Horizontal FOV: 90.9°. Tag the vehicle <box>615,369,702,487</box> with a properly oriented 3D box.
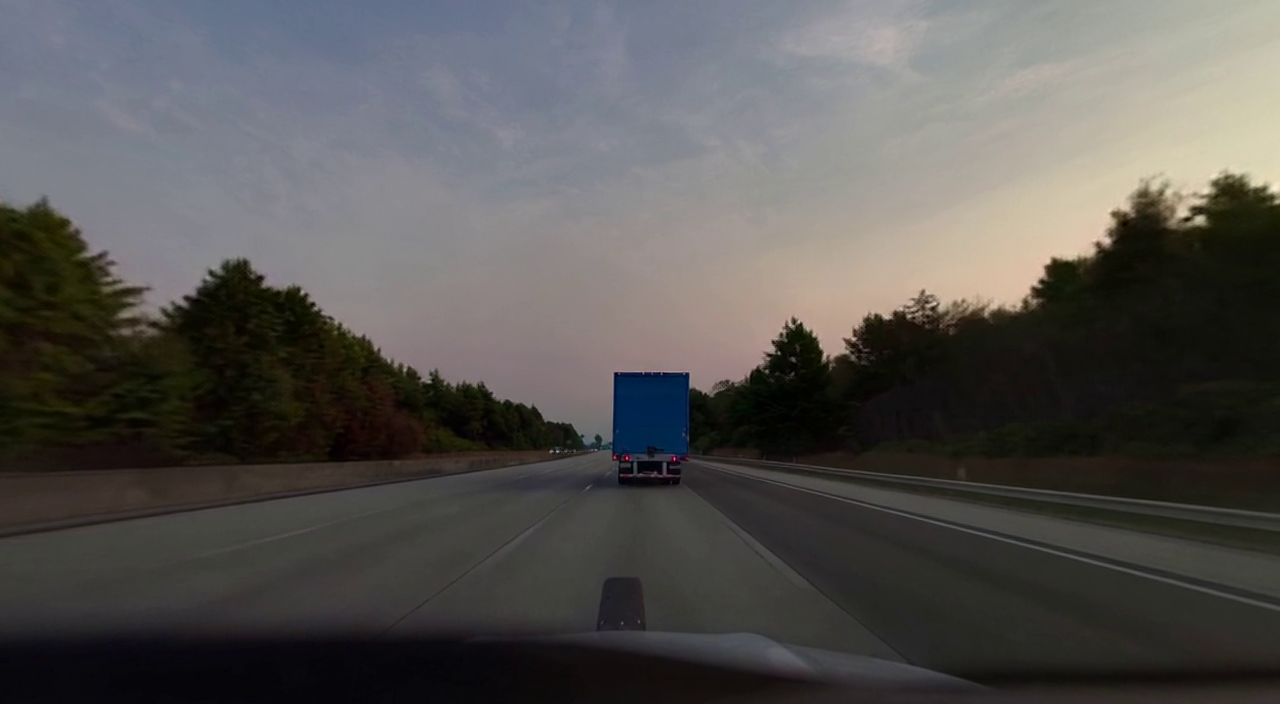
[{"bbox_3d":[0.551,3.314,26.350,2.898,3.973,10.063,0,-9,-1],"label":"vehicle"}]
